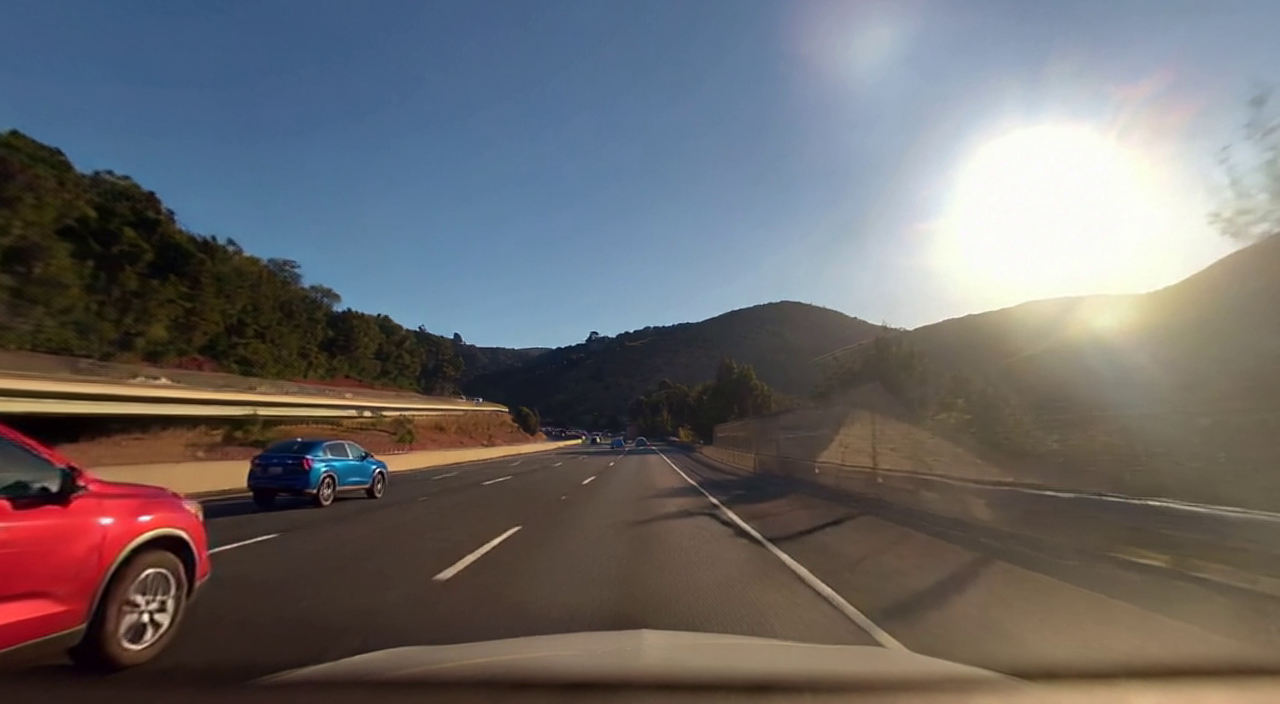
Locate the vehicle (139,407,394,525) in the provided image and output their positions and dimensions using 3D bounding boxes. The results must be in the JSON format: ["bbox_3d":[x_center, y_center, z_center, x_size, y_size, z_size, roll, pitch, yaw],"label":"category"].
[{"bbox_3d":[-7.148,2.262,12.951,2.151,1.925,4.945,0,-9,0],"label":"vehicle"}]

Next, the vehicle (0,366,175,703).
[{"bbox_3d":[-3.804,0.720,1.575,1.983,1.663,4.290,0,-9,0],"label":"vehicle"}]
